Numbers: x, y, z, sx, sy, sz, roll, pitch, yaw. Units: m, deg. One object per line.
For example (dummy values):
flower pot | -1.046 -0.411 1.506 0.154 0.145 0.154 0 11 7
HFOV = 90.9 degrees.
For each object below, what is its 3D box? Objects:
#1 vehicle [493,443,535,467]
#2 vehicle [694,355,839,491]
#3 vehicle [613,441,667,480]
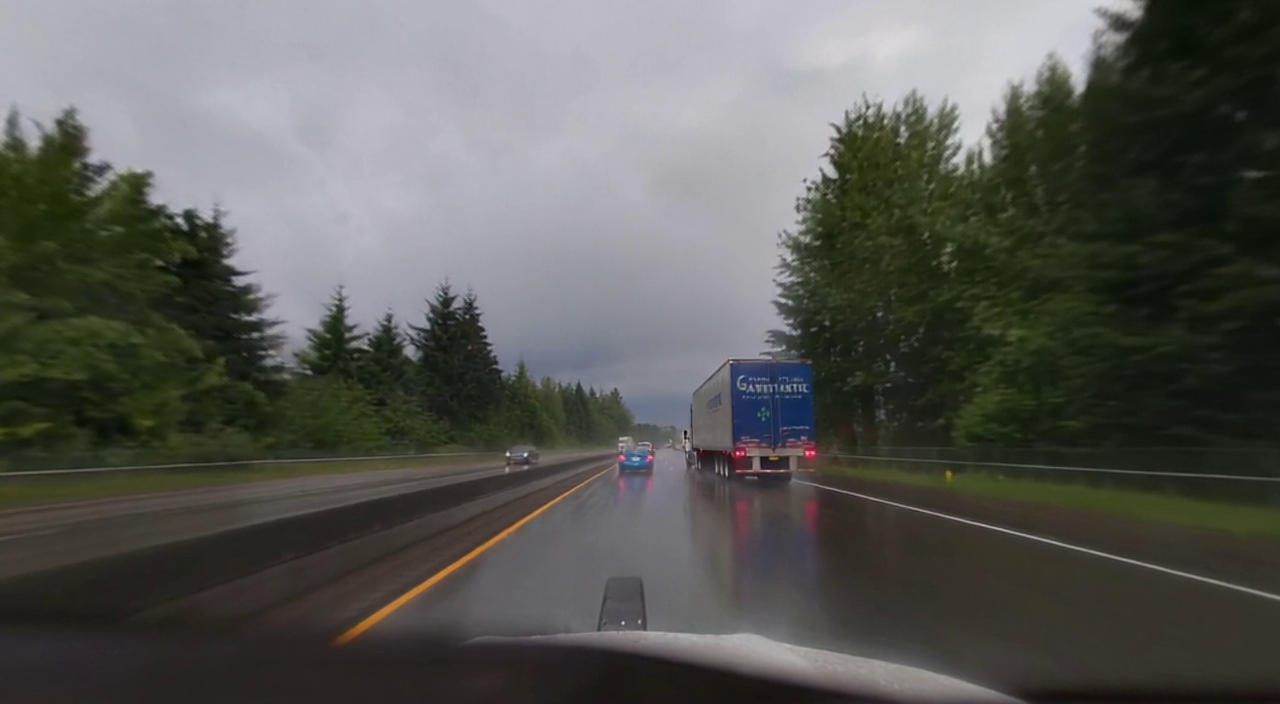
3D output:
vehicle | -8.614 7.089 43.480 1.930 1.549 4.485 0 -9 1
vehicle | 4.399 3.211 26.153 2.909 4.074 14.457 0 -9 0
vehicle | 0.007 4.515 26.335 2.074 1.475 3.960 0 -9 0
